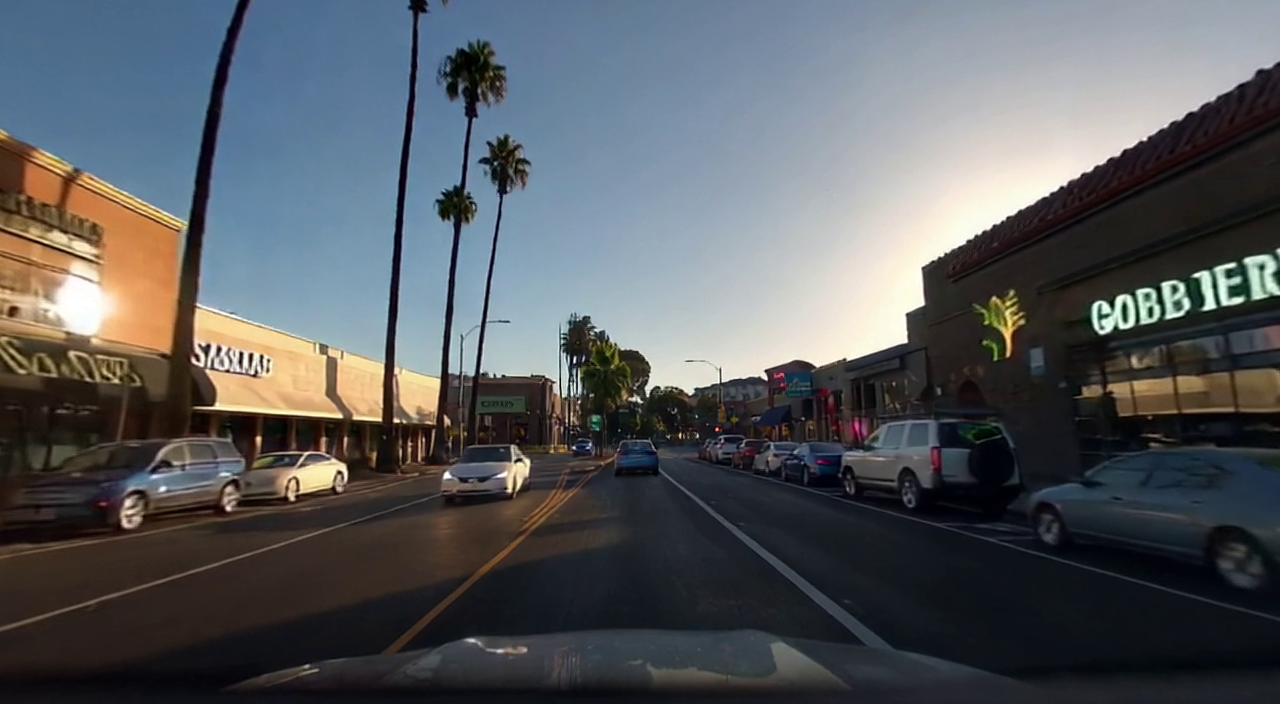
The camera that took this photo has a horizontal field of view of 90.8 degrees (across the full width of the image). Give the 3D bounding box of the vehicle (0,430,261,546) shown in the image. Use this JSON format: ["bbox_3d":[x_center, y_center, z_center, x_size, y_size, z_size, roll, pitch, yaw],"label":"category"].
[{"bbox_3d":[-9.766,2.477,12.493,1.818,1.740,4.555,-3,-7,-1],"label":"vehicle"}]

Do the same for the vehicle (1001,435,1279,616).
[{"bbox_3d":[6.226,1.667,6.819,1.786,1.492,4.874,0,-8,0],"label":"vehicle"}]

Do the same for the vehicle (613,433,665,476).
[{"bbox_3d":[-0.071,4.344,27.032,2.063,1.664,4.471,0,-8,-1],"label":"vehicle"}]

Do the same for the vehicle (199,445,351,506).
[{"bbox_3d":[-9.920,3.340,17.623,1.786,1.476,4.117,0,-8,0],"label":"vehicle"}]

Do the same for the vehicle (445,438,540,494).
[{"bbox_3d":[-4.193,3.283,18.666,1.916,1.453,4.315,0,-8,-2],"label":"vehicle"}]

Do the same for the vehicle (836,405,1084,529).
[{"bbox_3d":[6.307,2.350,13.625,2.257,2.074,5.857,0,-8,0],"label":"vehicle"}]
